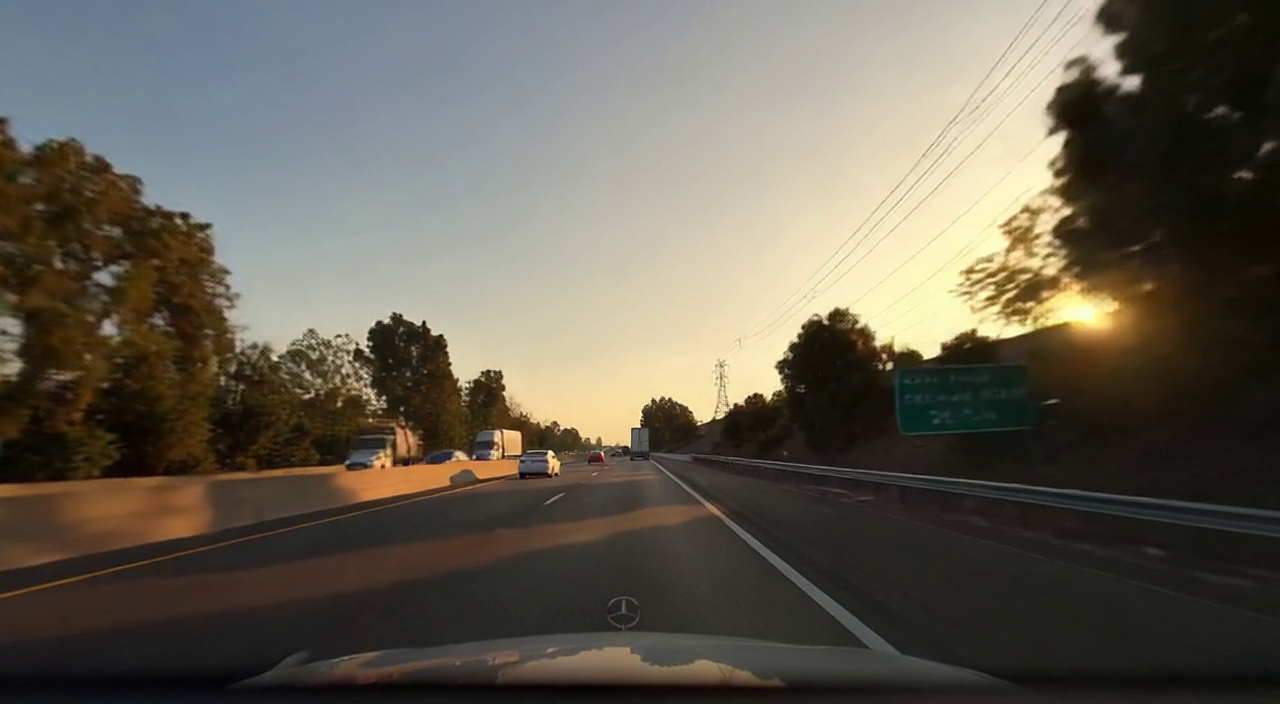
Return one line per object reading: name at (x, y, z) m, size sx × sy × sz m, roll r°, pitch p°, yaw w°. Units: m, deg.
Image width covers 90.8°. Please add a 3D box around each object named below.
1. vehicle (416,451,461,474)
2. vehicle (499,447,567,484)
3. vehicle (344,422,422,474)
vehicle at (-13.681, 7.502, 43.104) m, size 1.764 × 1.486 × 3.947 m, roll 0°, pitch -9°, yaw 0°
vehicle at (-4.456, 4.799, 26.977) m, size 2.106 × 1.445 × 4.404 m, roll 0°, pitch -9°, yaw 0°
vehicle at (-18.333, 6.922, 45.564) m, size 2.744 × 3.453 × 6.712 m, roll 0°, pitch -9°, yaw 0°
